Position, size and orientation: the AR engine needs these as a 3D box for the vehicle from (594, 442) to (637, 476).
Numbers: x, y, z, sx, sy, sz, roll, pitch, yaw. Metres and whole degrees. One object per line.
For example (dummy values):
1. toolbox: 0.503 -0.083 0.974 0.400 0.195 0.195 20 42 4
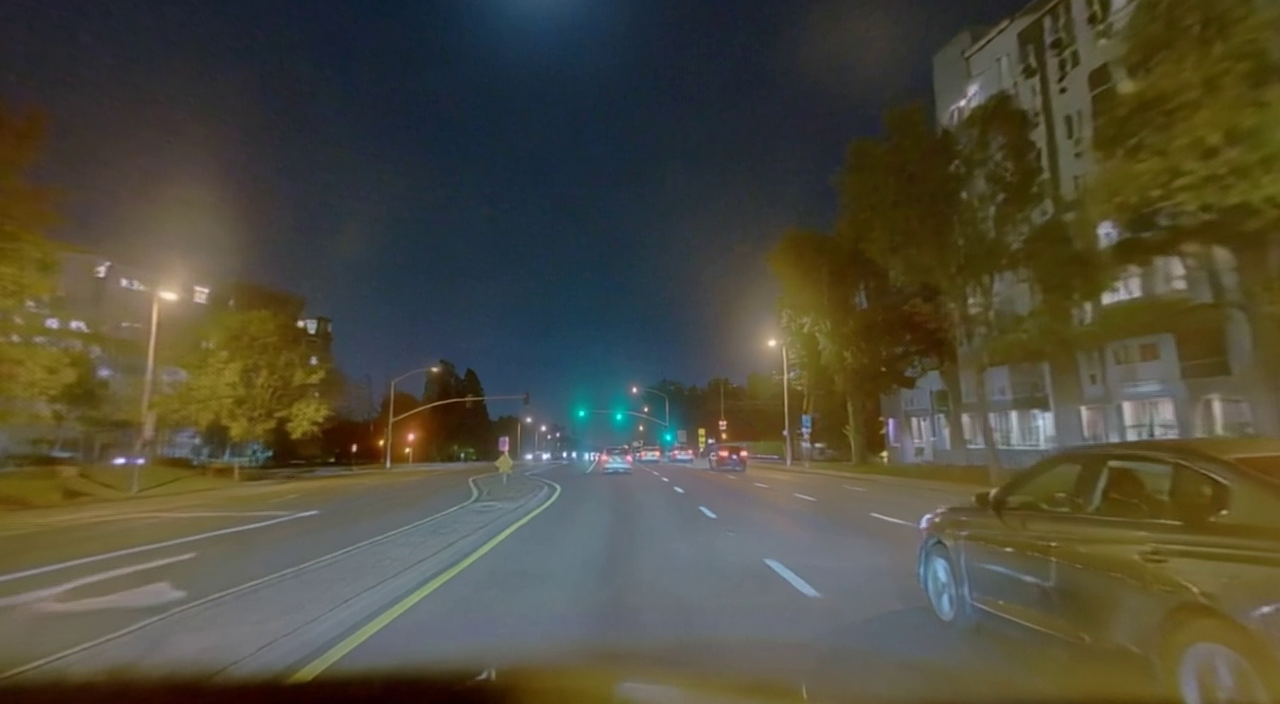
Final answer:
1. vehicle: -1.372 5.663 33.612 2.101 1.641 4.341 0 -9 -4

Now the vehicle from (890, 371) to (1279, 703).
1. vehicle: 3.468 1.112 3.827 1.893 1.664 4.670 0 -9 -1

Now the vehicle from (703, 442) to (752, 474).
1. vehicle: 5.491 6.738 40.367 2.052 1.886 5.297 0 -9 -4
